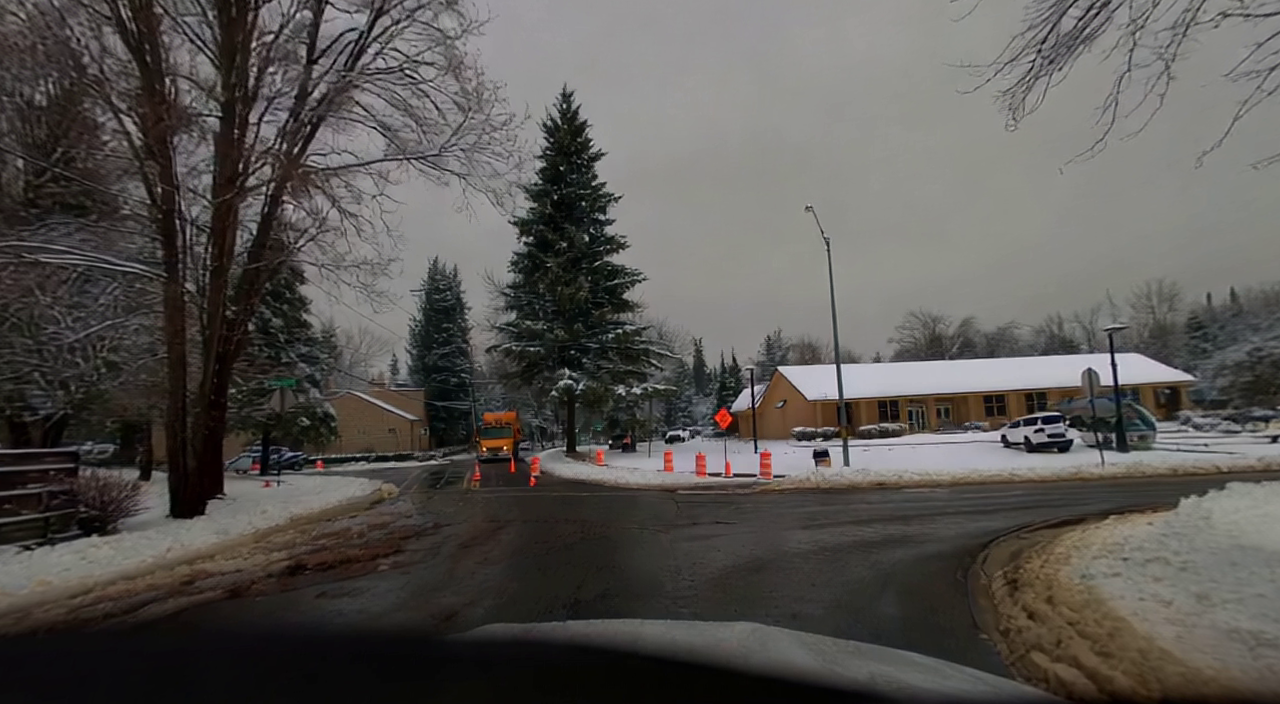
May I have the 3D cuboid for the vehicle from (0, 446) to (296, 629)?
[{"bbox_3d":[-7.622,2.039,7.814,2.961,1.701,7.563,0,-8,-4],"label":"vehicle"}]
